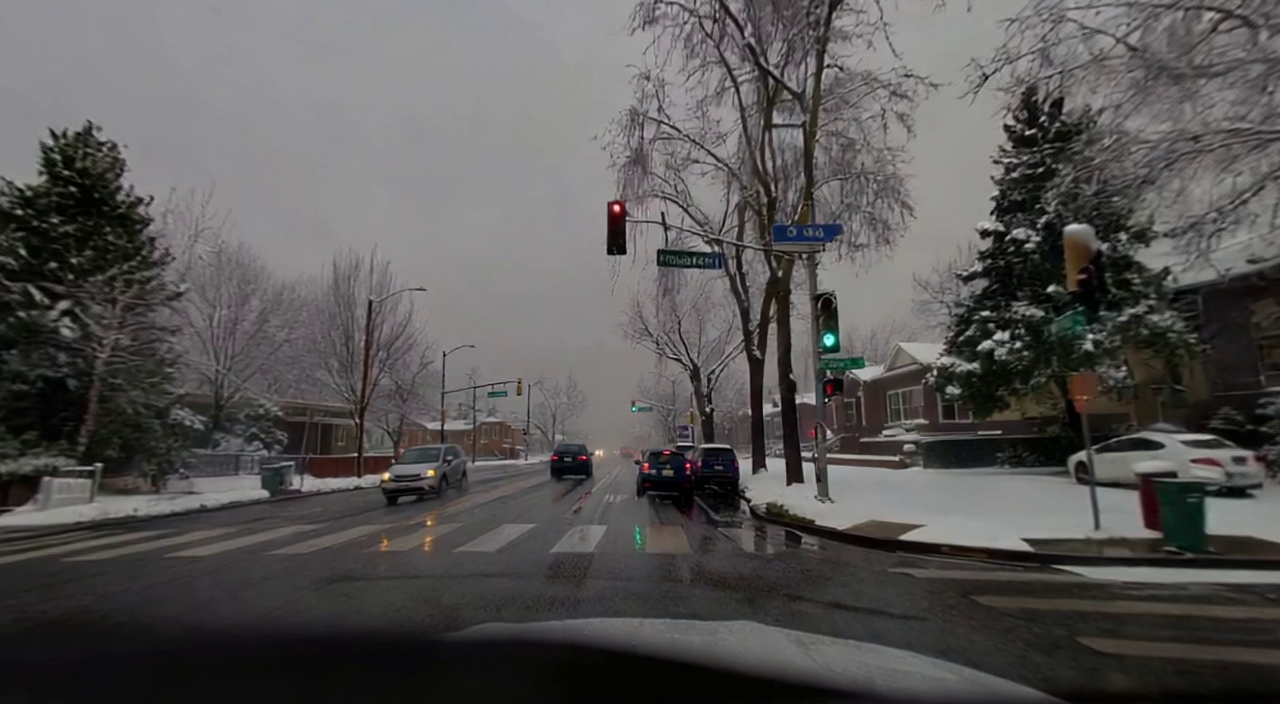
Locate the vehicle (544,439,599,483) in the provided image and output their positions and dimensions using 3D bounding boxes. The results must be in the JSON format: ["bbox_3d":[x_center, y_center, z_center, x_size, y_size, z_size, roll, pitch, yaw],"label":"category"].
[{"bbox_3d":[-3.004,4.875,28.482,1.983,1.841,4.013,0,-8,1],"label":"vehicle"}]

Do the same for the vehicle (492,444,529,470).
[{"bbox_3d":[-9.414,7.660,46.070,1.850,1.720,4.237,-2,-8,0],"label":"vehicle"}]

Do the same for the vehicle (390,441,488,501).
[{"bbox_3d":[-6.230,3.702,20.032,1.976,1.689,4.071,1,-8,-3],"label":"vehicle"}]

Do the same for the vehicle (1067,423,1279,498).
[{"bbox_3d":[13.907,2.770,16.461,1.871,1.651,5.002,0,-8,-1],"label":"vehicle"}]

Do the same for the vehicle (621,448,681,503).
[{"bbox_3d":[0.251,3.534,18.303,1.485,1.385,3.283,2,-9,-3],"label":"vehicle"}]

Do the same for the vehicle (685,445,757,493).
[{"bbox_3d":[2.814,4.173,22.871,1.905,1.589,4.028,1,-8,-3],"label":"vehicle"}]
